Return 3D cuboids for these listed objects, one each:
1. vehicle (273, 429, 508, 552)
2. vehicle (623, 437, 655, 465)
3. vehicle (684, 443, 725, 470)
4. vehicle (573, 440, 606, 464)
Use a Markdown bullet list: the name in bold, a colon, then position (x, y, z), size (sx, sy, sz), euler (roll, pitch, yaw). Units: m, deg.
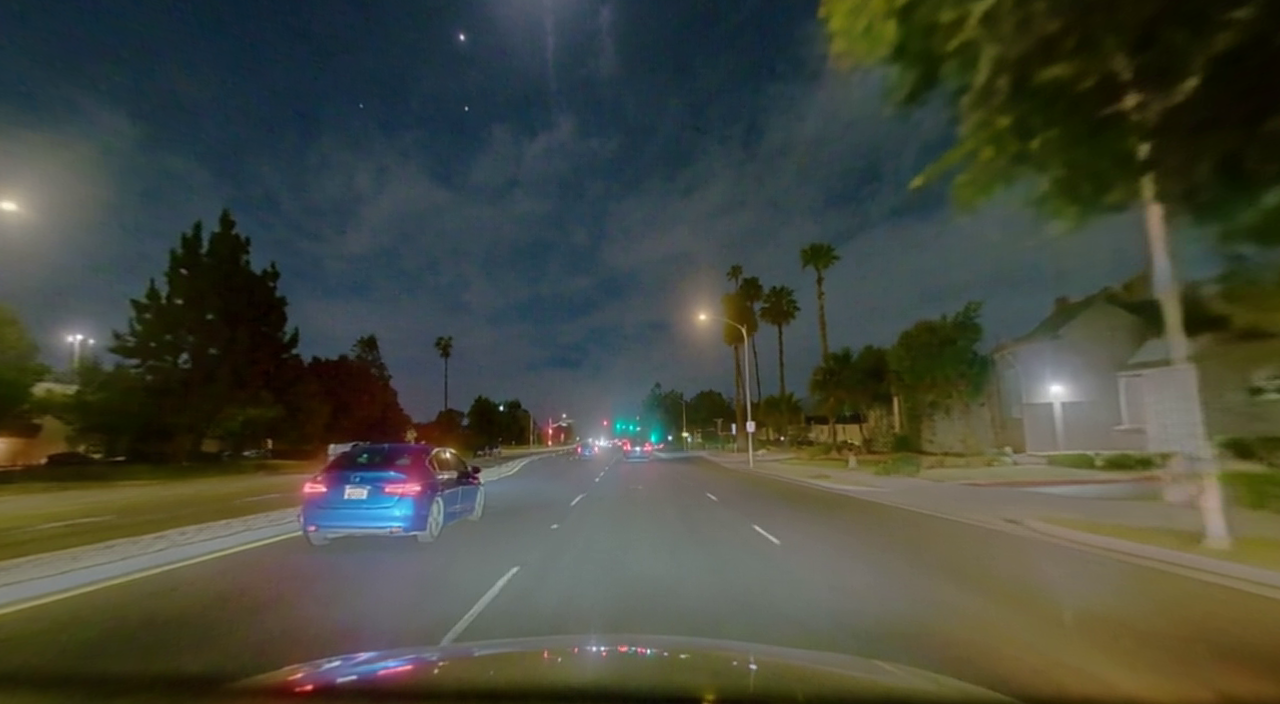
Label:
- **vehicle**: position (-3.461, 1.984, 9.868), size (1.844, 1.451, 4.543), euler (0, -8, 0)
- **vehicle**: position (-0.087, 6.663, 42.763), size (2.043, 1.734, 4.253), euler (1, -8, -2)
- **vehicle**: position (3.691, 6.034, 36.815), size (1.830, 1.451, 4.009), euler (1, -8, -2)
- **vehicle**: position (-3.490, 6.921, 44.012), size (2.000, 1.569, 3.794), euler (0, -8, -1)
